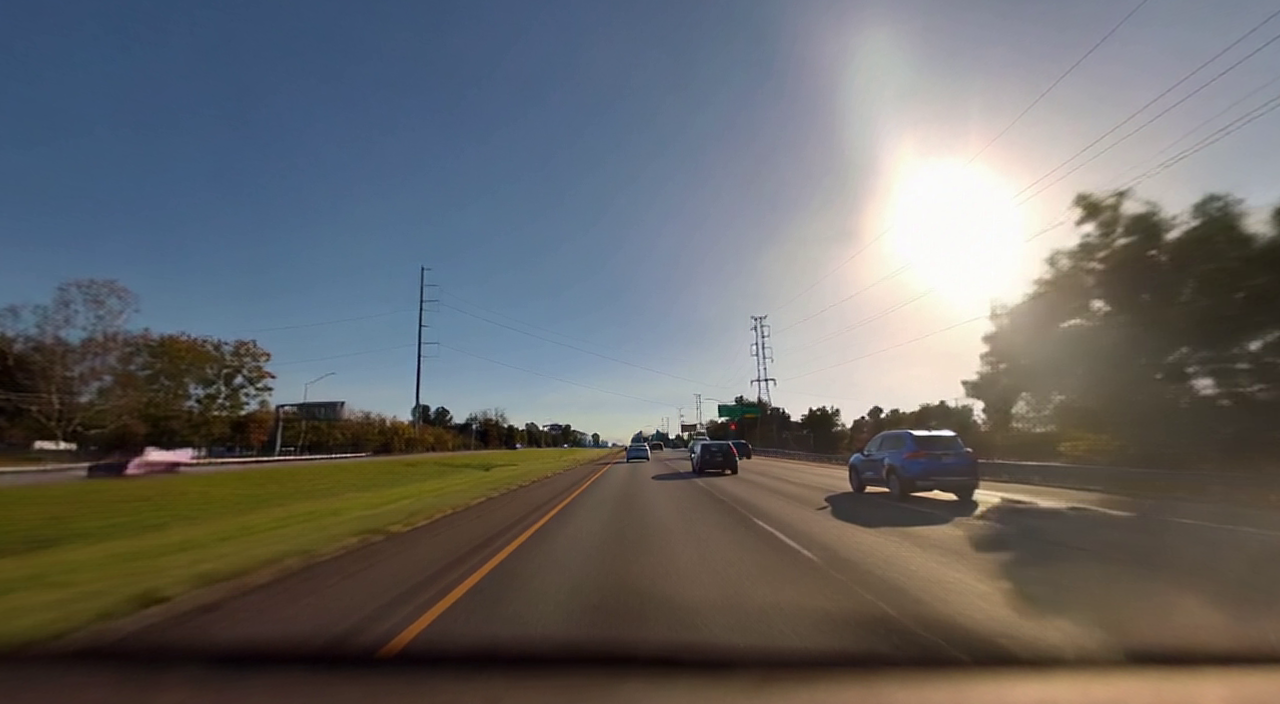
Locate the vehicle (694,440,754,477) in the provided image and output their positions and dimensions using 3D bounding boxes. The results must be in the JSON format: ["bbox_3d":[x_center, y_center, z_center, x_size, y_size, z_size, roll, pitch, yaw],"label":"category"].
[{"bbox_3d":[3.627,4.677,28.107,1.978,1.488,4.252,0,-8,-2],"label":"vehicle"}]

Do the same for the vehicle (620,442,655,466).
[{"bbox_3d":[-0.179,6.428,40.057,2.085,1.449,3.860,0,-8,-1],"label":"vehicle"}]

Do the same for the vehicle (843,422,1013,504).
[{"bbox_3d":[7.249,2.835,16.615,2.114,1.800,4.779,0,-8,-1],"label":"vehicle"}]
